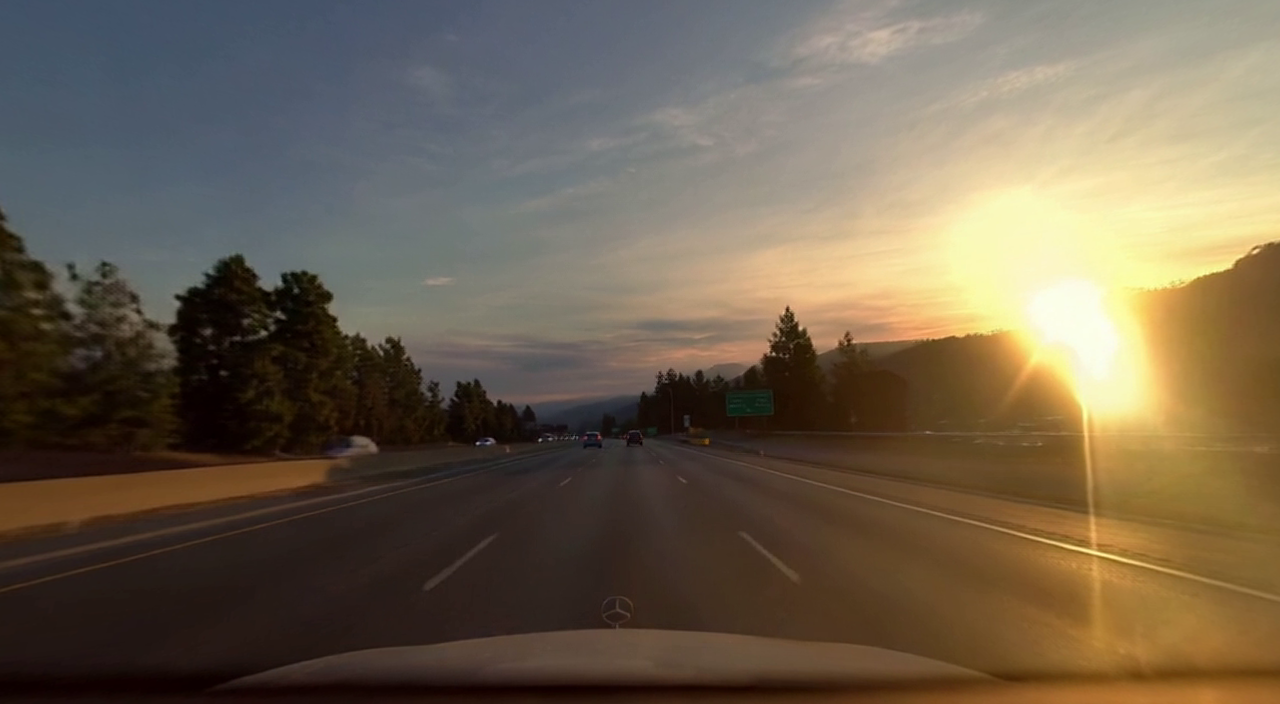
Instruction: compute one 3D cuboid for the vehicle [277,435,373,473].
[{"bbox_3d":[-13.152,4.265,26.634,1.816,1.451,4.338,0,-8,0],"label":"vehicle"}]
